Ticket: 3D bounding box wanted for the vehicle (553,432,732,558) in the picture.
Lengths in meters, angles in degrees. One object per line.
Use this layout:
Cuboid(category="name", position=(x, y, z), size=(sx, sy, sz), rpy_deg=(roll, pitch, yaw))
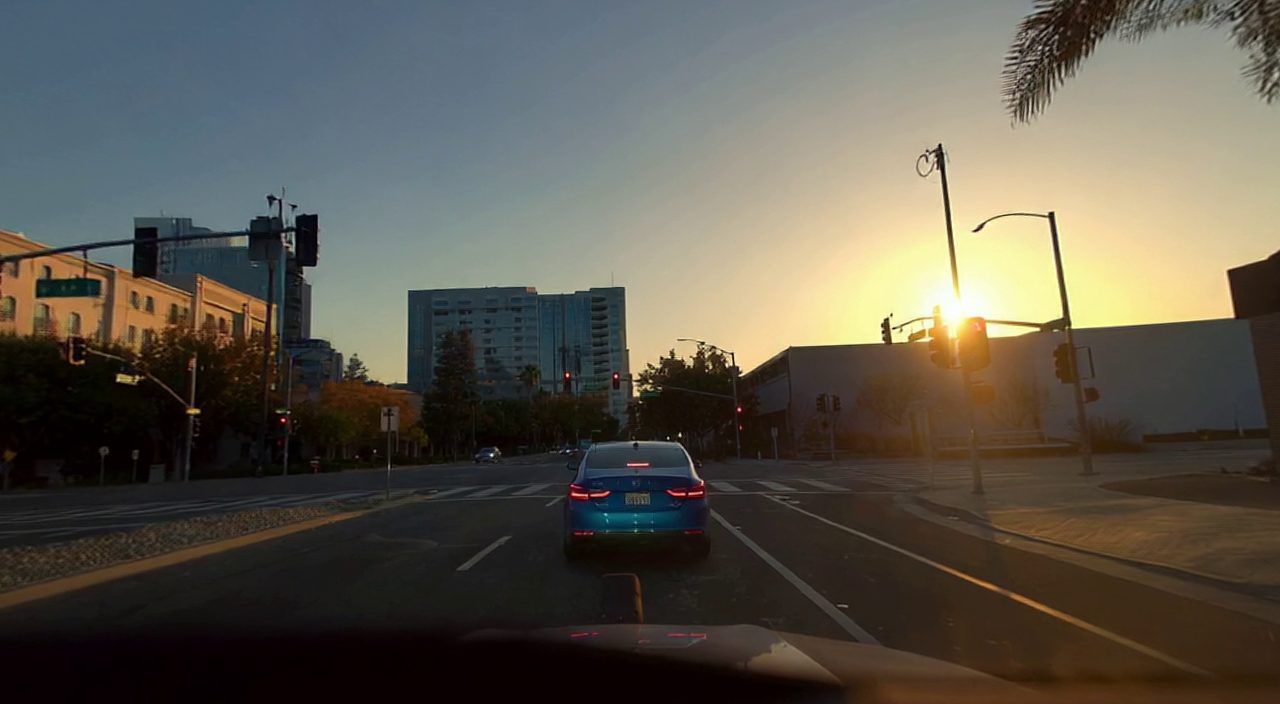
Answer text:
Cuboid(category="vehicle", position=(-0.001, 1.992, 9.508), size=(2.107, 1.470, 3.974), rpy_deg=(0, -9, -1))
